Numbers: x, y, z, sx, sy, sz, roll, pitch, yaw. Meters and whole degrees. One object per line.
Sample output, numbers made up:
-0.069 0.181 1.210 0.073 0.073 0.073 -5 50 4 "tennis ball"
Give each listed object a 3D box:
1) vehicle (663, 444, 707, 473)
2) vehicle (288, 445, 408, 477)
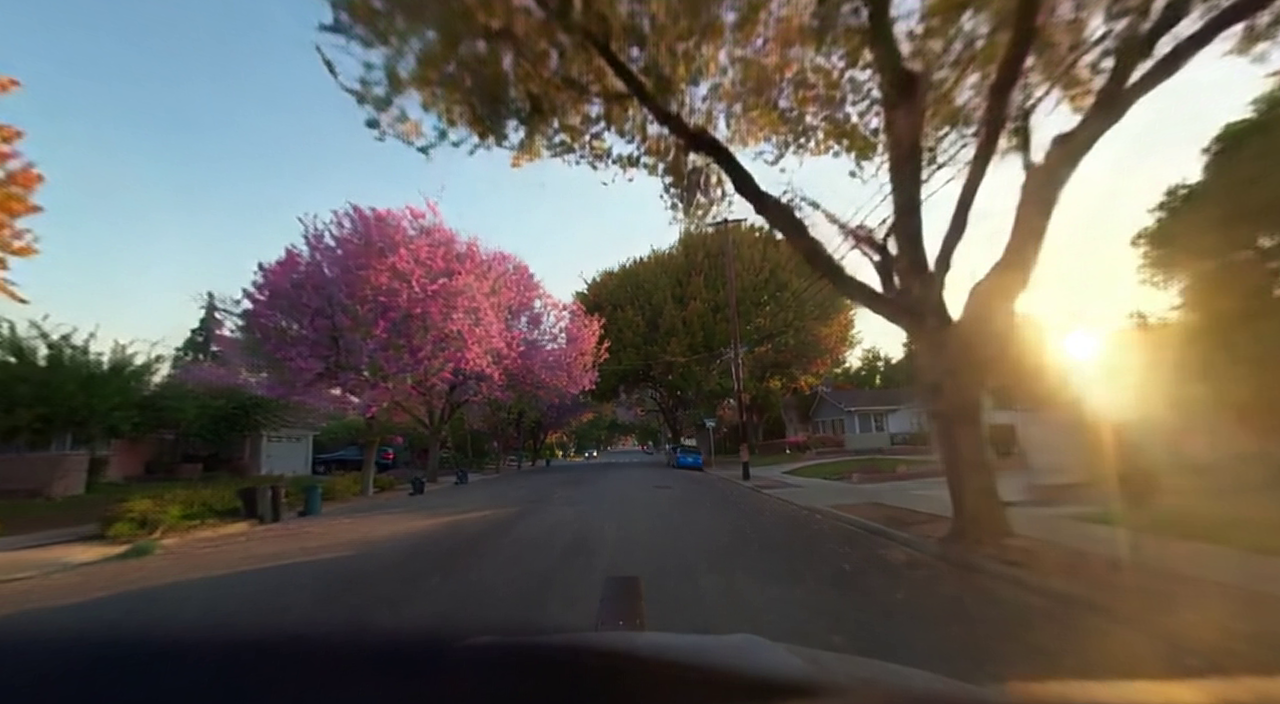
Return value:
2.414 5.863 34.951 2.022 1.455 4.406 0 -8 -2 "vehicle"
-16.992 6.342 36.993 5.902 1.796 2.183 0 -8 -3 "vehicle"
